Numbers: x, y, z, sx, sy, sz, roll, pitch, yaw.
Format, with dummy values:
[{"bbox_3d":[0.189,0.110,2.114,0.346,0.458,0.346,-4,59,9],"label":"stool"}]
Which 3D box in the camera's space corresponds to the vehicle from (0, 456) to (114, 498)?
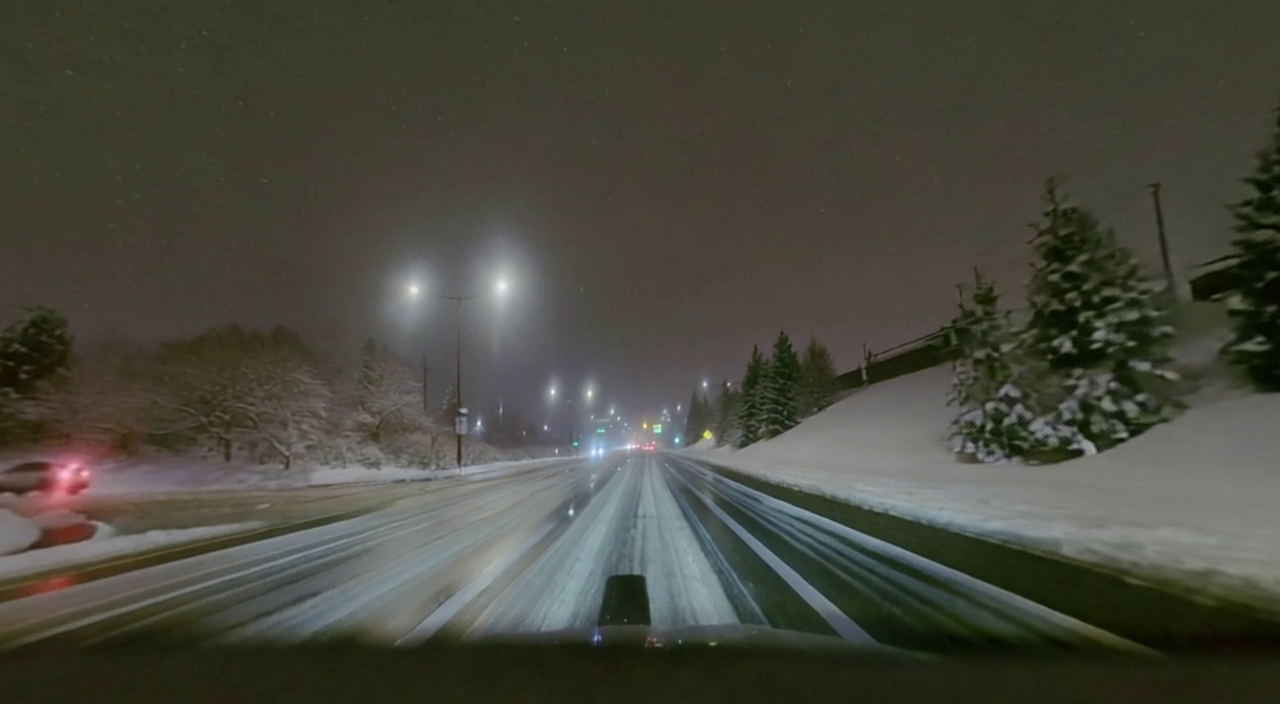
[{"bbox_3d":[-25.761,5.357,27.152,4.495,1.641,1.966,-1,-9,4],"label":"vehicle"}]
